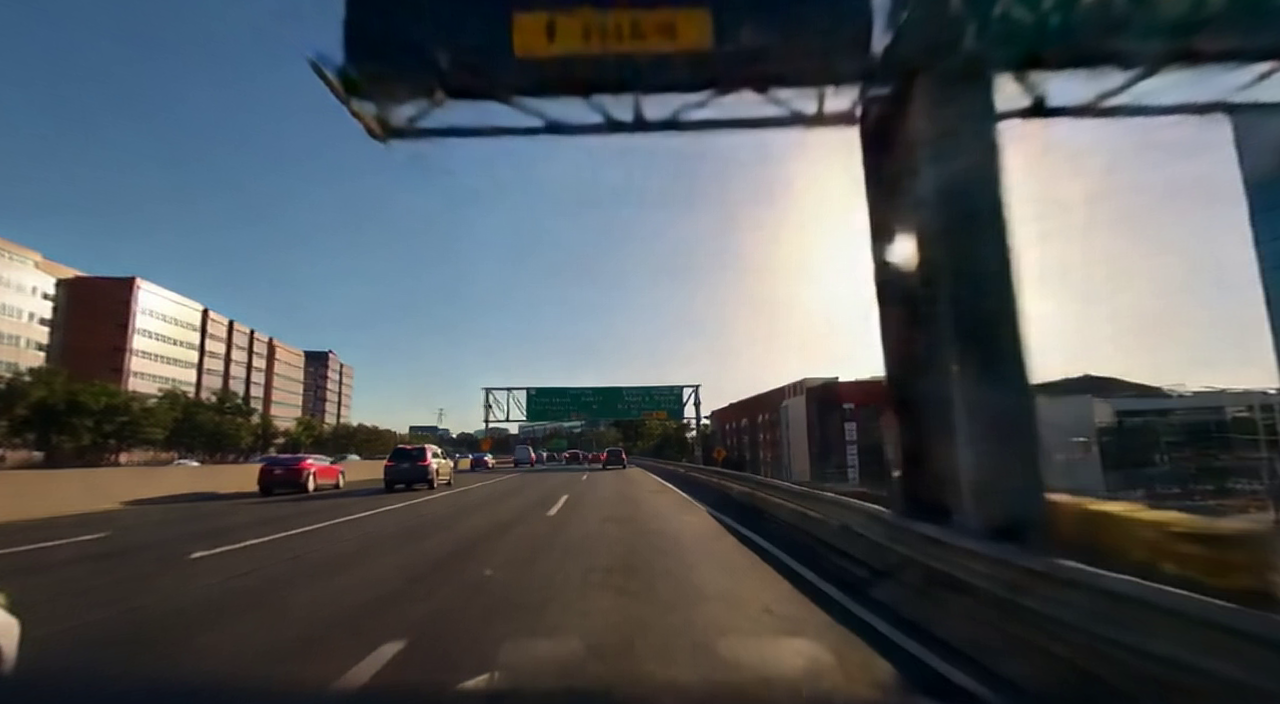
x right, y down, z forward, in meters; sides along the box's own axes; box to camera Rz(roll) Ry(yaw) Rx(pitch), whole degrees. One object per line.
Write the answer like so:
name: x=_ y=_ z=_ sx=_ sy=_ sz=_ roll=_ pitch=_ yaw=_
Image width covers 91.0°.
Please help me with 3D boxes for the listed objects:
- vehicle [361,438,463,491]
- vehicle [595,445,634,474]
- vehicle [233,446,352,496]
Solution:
vehicle: x=-7.942 y=3.951 z=22.441 sx=2.065 sy=1.689 sz=4.399 roll=0 pitch=-9 yaw=-1
vehicle: x=-1.477 y=6.173 z=36.404 sx=2.110 sy=1.501 sz=4.319 roll=0 pitch=-9 yaw=-3
vehicle: x=-11.739 y=4.008 z=21.624 sx=1.936 sy=1.501 sz=3.900 roll=0 pitch=-9 yaw=-1
